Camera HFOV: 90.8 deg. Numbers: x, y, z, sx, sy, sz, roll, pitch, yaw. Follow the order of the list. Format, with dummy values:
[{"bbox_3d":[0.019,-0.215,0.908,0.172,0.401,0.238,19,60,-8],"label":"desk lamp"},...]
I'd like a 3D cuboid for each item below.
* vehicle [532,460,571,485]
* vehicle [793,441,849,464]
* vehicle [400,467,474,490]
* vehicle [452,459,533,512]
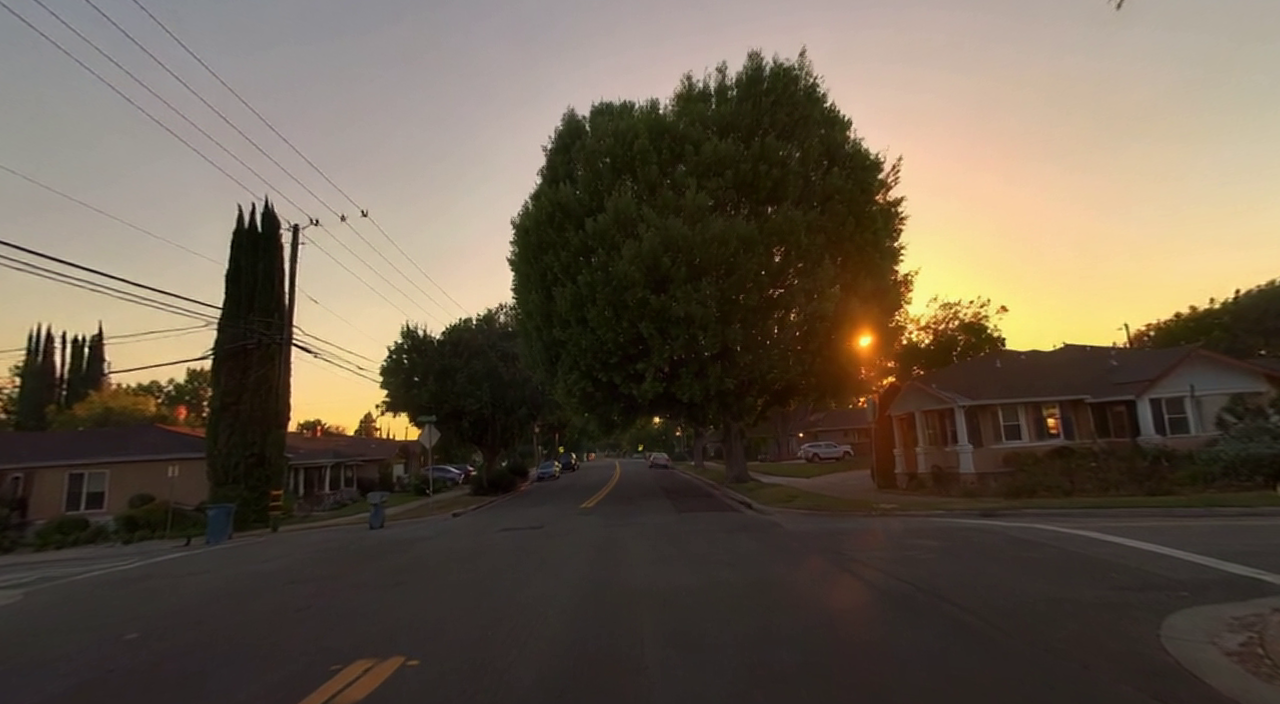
[{"bbox_3d":[-6.558,8.933,46.976,2.133,1.525,4.401,-4,-9,0],"label":"vehicle"},{"bbox_3d":[12.433,6.926,43.518,3.563,1.551,1.916,-2,-8,12],"label":"vehicle"},{"bbox_3d":[-14.200,8.859,44.211,4.601,1.486,1.876,-2,-8,12],"label":"vehicle"},{"bbox_3d":[-6.200,5.627,27.068,2.149,1.823,4.613,-6,-10,1],"label":"vehicle"}]
